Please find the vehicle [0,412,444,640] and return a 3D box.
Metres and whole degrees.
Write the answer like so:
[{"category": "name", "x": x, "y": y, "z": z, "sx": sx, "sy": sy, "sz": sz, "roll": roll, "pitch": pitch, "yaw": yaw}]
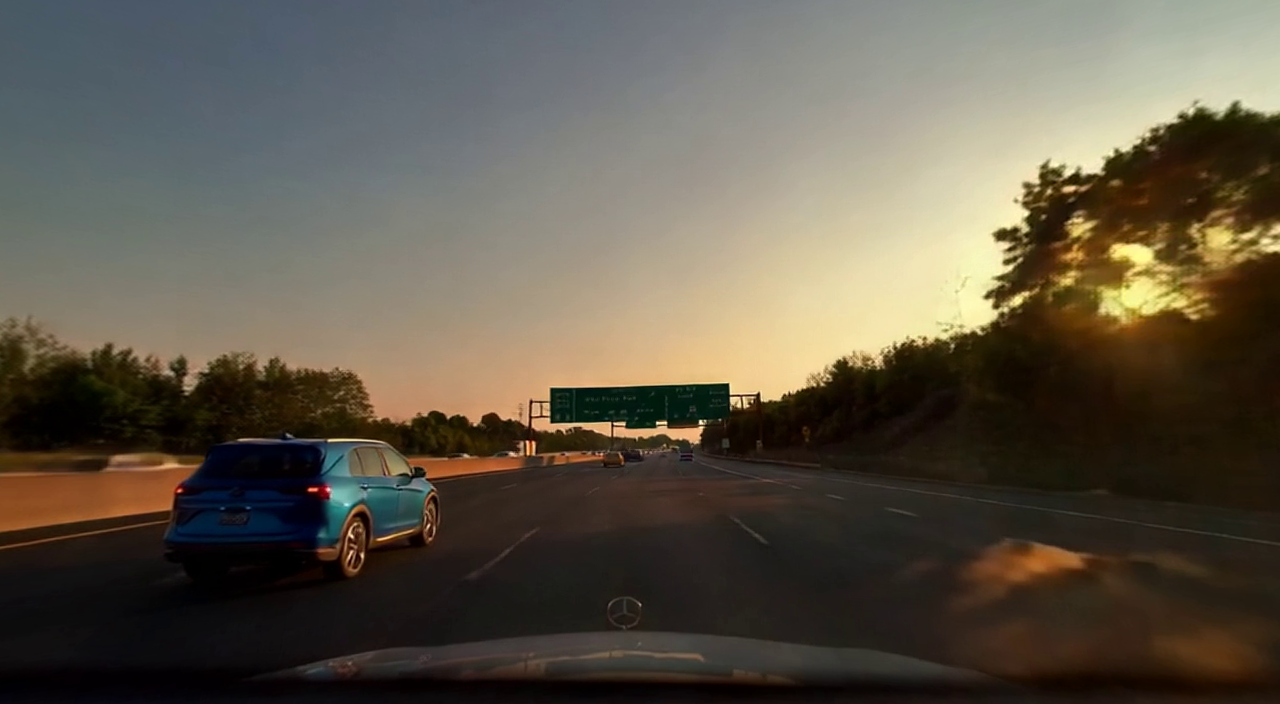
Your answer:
[{"category": "vehicle", "x": -3.787, "y": 1.567, "z": 6.679, "sx": 2.016, "sy": 1.623, "sz": 4.126, "roll": 0, "pitch": -9, "yaw": 1}]
